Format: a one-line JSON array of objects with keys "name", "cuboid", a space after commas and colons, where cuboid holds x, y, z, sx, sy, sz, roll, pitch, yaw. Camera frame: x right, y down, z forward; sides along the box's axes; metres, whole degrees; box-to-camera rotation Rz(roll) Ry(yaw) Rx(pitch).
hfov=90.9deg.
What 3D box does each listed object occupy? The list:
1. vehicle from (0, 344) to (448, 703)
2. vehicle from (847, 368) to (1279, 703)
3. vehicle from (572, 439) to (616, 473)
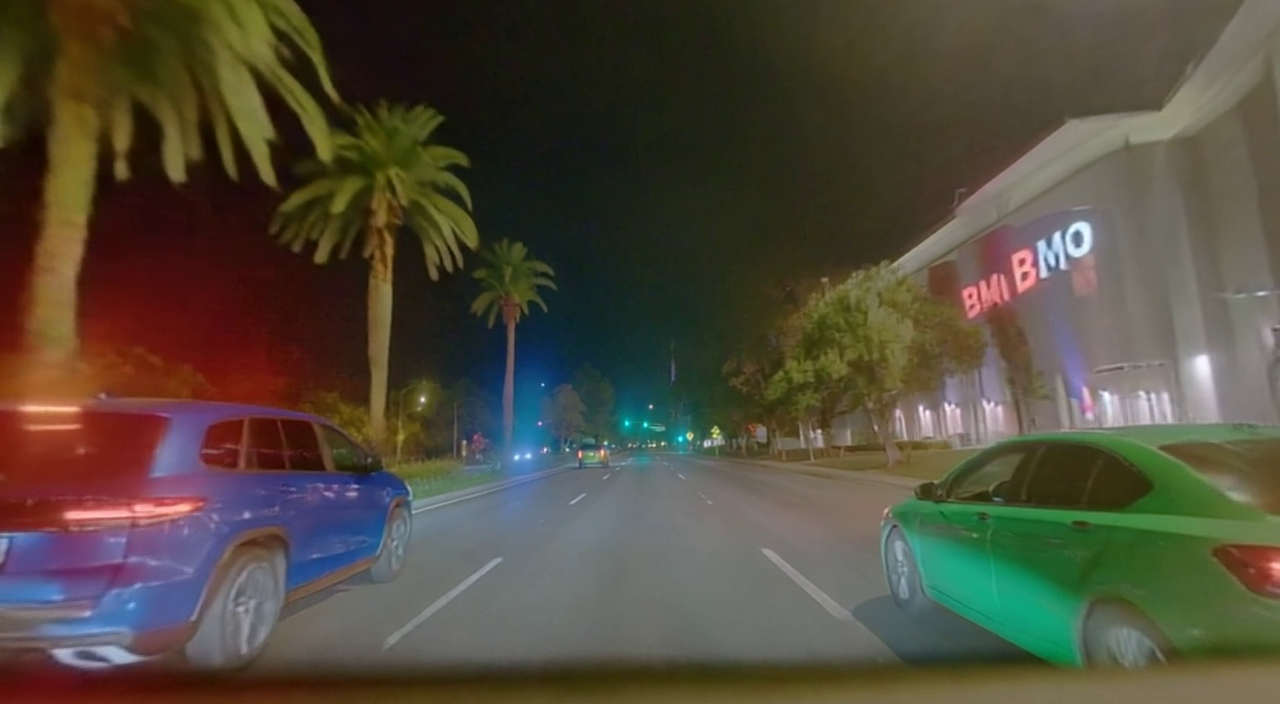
[{"name": "vehicle", "cuboid": [-3.246, 1.178, 4.964, 2.058, 1.804, 4.391, 0, -8, 0]}, {"name": "vehicle", "cuboid": [2.885, 1.072, 3.667, 1.946, 1.513, 4.133, 0, -8, 0]}, {"name": "vehicle", "cuboid": [-2.464, 5.726, 34.846, 1.998, 1.743, 4.402, 0, -8, 1]}]
